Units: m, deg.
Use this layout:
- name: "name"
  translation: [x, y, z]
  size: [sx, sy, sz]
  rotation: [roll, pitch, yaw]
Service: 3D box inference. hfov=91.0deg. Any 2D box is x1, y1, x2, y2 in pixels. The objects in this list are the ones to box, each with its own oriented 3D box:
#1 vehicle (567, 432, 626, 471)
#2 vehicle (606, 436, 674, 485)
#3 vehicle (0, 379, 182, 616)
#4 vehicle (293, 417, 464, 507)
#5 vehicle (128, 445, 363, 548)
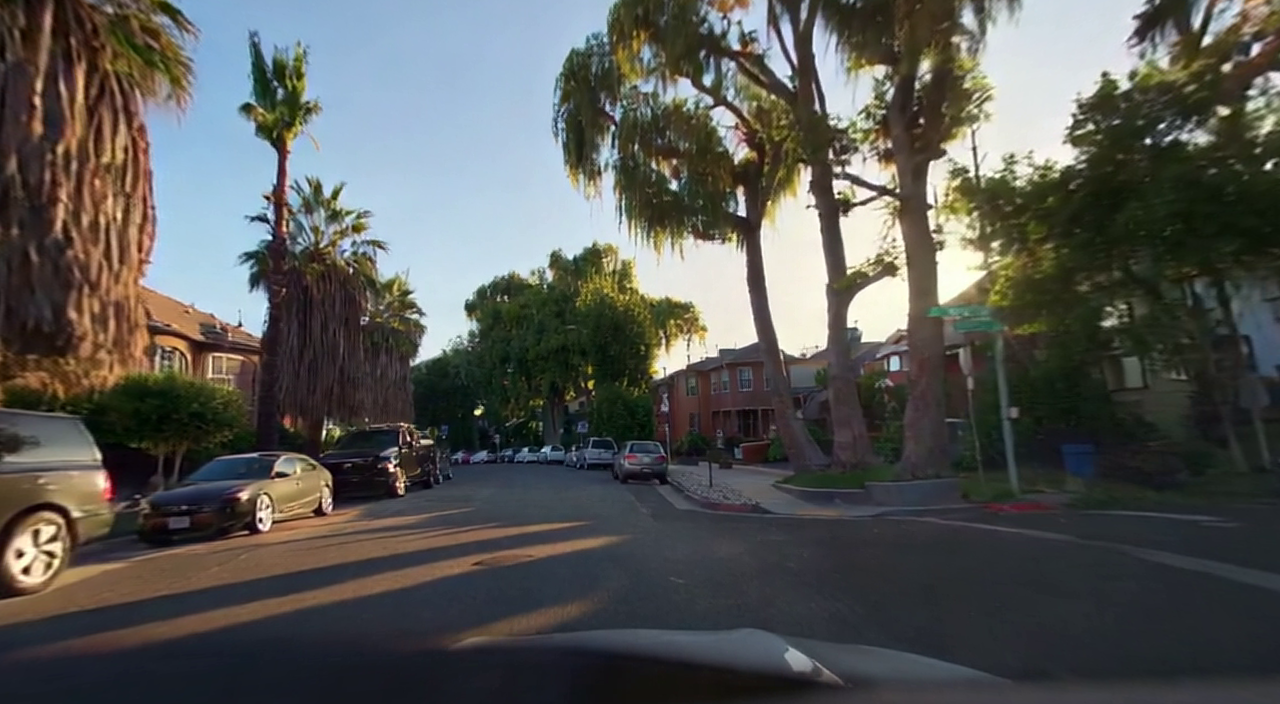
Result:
- name: "vehicle"
  translation: [-2.506, 5.491, 35.011]
  size: [2.139, 1.997, 4.864]
  rotation: [3, -9, -17]
- name: "vehicle"
  translation: [-0.109, 4.042, 23.838]
  size: [2.076, 1.658, 4.604]
  rotation: [1, -8, -6]
- name: "vehicle"
  translation: [-7.147, 1.213, 4.930]
  size: [2.556, 2.156, 6.159]
  rotation: [0, -8, -2]
- name: "vehicle"
  translation: [-7.317, 3.180, 18.714]
  size: [2.624, 2.178, 6.522]
  rotation: [1, -8, -4]
- name: "vehicle"
  translation: [-7.098, 2.565, 11.977]
  size: [1.875, 1.585, 4.184]
  rotation: [0, -8, -3]
